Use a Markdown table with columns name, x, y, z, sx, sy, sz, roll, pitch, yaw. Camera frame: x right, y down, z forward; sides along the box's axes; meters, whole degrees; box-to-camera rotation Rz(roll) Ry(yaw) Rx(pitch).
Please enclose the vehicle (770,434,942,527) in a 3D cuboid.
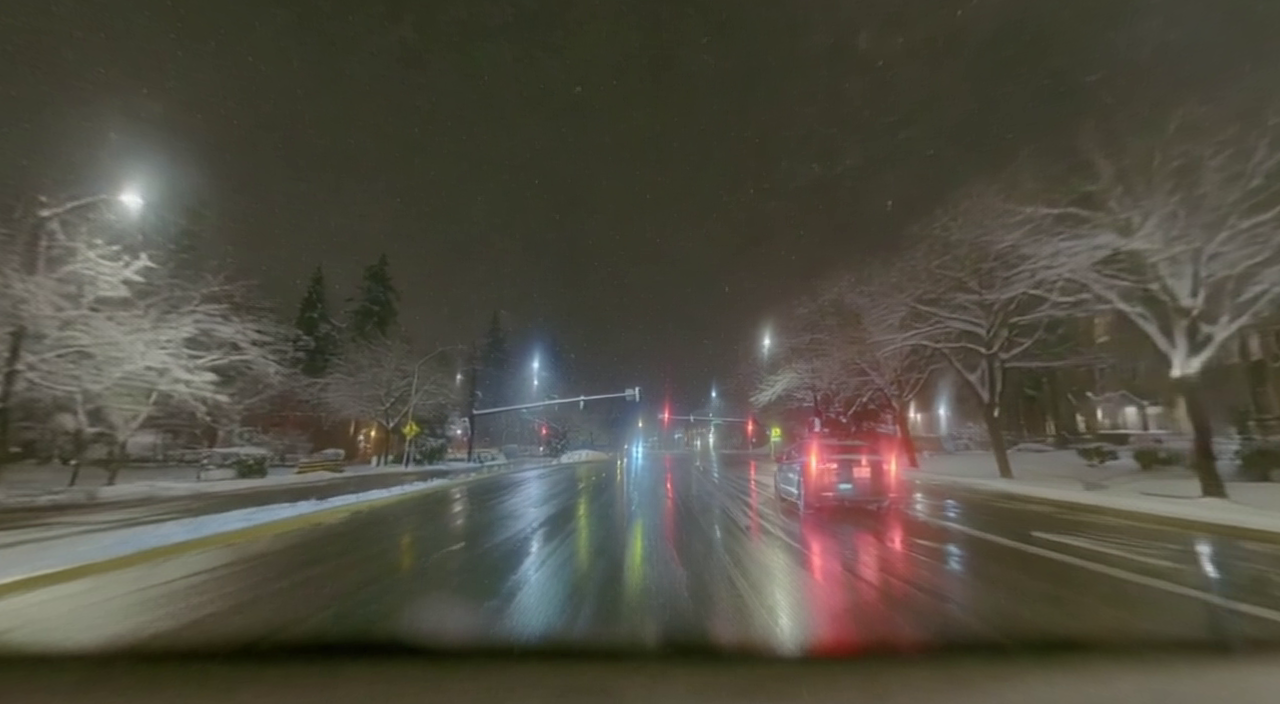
| name | x | y | z | sx | sy | sz | roll | pitch | yaw |
| --- | --- | --- | --- | --- | --- | --- | --- | --- | --- |
| vehicle | 3.860 | 2.350 | 12.120 | 1.852 | 1.453 | 4.083 | 0 | -9 | 0 |
